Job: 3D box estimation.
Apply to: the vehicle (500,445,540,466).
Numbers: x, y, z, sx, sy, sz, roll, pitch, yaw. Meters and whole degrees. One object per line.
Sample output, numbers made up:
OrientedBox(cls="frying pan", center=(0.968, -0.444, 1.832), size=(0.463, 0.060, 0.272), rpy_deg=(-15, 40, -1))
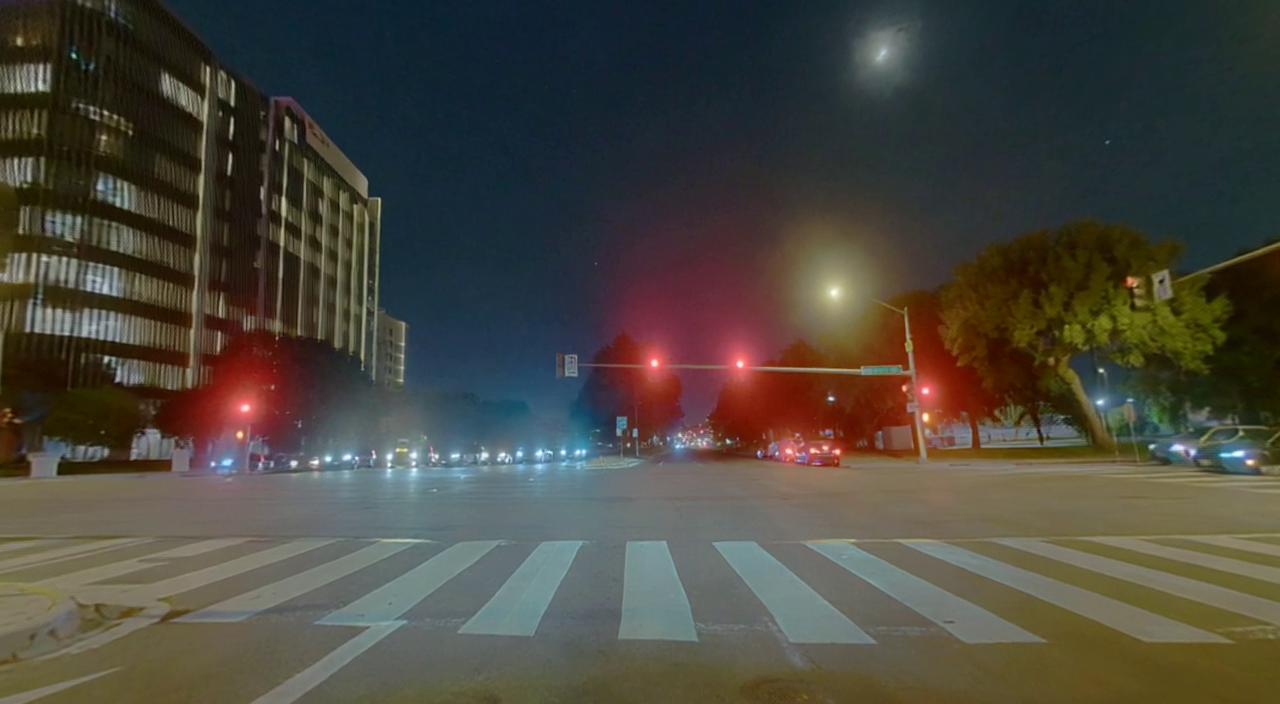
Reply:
OrientedBox(cls="vehicle", center=(-8.091, 7.001, 42.609), size=(1.910, 1.321, 3.692), rpy_deg=(0, -9, 2))

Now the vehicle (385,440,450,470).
OrientedBox(cls="vehicle", center=(-15.143, 7.032, 43.162), size=(2.340, 1.946, 5.450), rpy_deg=(0, -9, 2))

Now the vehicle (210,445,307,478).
OrientedBox(cls="vehicle", center=(-22.974, 6.563, 38.150), size=(2.032, 1.839, 4.884), rpy_deg=(-3, -9, 15))

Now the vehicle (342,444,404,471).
OrientedBox(cls="vehicle", center=(-18.563, 7.347, 44.005), size=(2.237, 1.801, 4.541), rpy_deg=(0, -9, 1))

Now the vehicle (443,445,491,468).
OrientedBox(cls="vehicle", center=(-11.634, 7.079, 42.693), size=(1.911, 1.476, 4.297), rpy_deg=(-1, -9, 2))

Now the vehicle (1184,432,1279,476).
OrientedBox(cls="vehicle", center=(22.318, 3.581, 22.237), size=(4.474, 1.477, 1.908), rpy_deg=(0, -9, -2))

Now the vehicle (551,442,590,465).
OrientedBox(cls="vehicle", center=(-4.534, 6.710, 41.674), size=(1.954, 1.431, 4.050), rpy_deg=(0, -9, 2))
